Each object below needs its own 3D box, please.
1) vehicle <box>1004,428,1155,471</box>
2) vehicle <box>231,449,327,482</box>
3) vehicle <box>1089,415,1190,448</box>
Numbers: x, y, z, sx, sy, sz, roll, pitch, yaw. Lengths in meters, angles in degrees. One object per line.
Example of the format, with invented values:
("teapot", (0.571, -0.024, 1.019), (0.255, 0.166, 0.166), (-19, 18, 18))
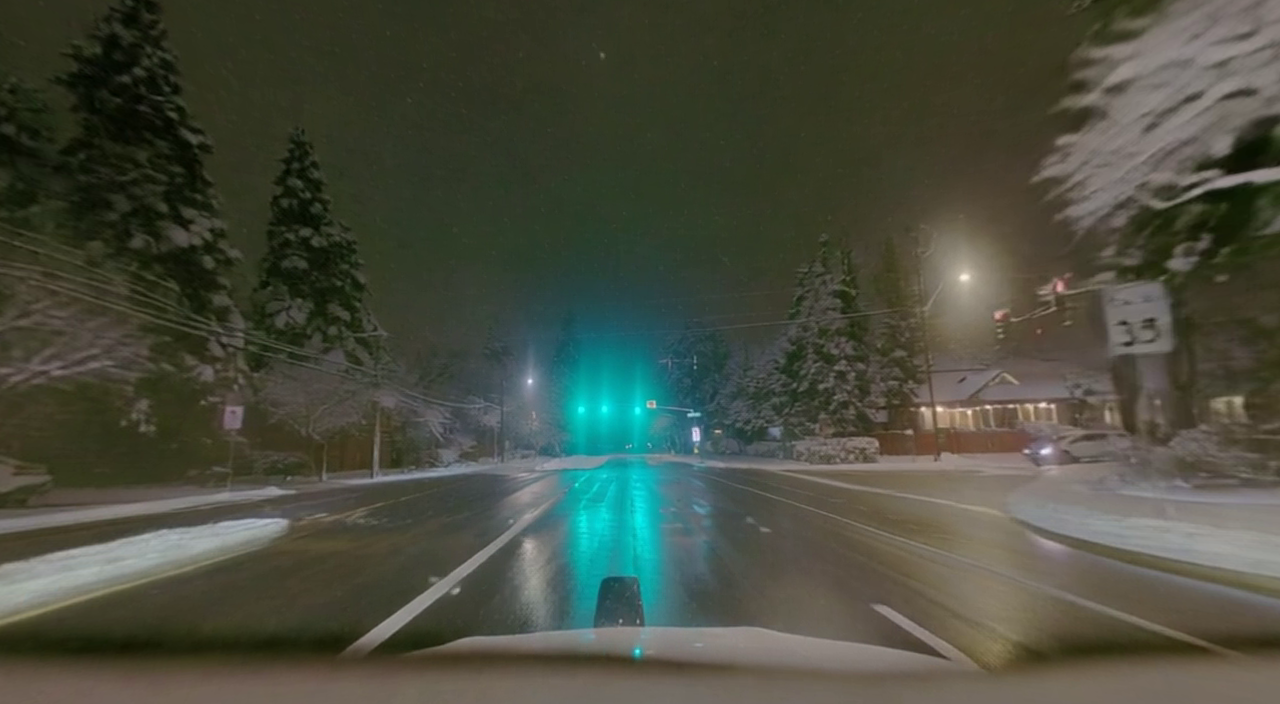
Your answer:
("vehicle", (19.368, 4.358, 28.021), (5.172, 1.468, 1.964), (-4, -11, -1))
("vehicle", (-20.354, 6.403, 35.765), (4.171, 1.728, 2.069), (0, -9, 1))
("vehicle", (28.523, 4.624, 36.352), (2.049, 1.739, 4.982), (-1, -9, 5))
